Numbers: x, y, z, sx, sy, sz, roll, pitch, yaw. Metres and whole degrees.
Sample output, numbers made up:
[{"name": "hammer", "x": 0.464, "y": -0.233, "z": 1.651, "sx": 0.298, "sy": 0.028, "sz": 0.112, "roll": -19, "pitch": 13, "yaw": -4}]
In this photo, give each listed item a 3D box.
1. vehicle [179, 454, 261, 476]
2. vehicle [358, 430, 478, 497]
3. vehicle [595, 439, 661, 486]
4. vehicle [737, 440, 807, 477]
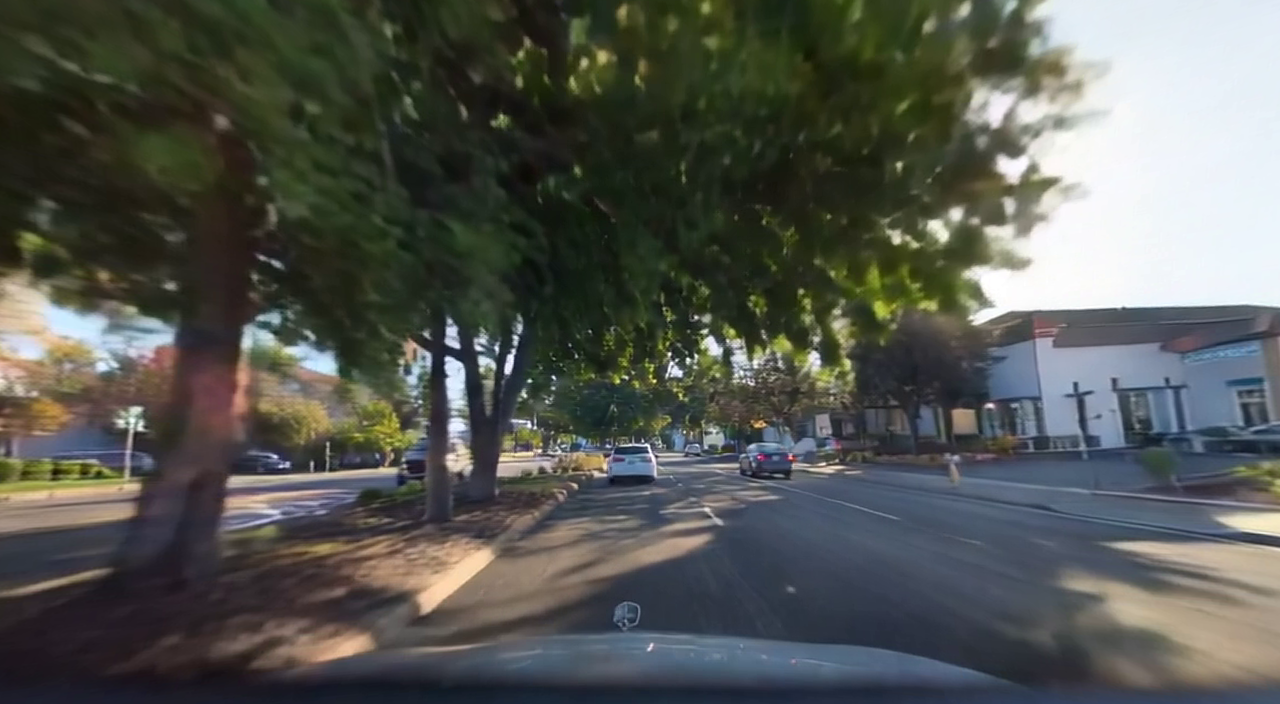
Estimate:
[{"name": "vehicle", "x": -30.958, "y": 8.347, "z": 46.652, "sx": 4.544, "sy": 1.533, "sz": 2.026, "roll": 0, "pitch": -9, "yaw": 0}, {"name": "vehicle", "x": -6.320, "y": 3.232, "z": 18.605, "sx": 2.156, "sy": 1.702, "sz": 4.379, "roll": 1, "pitch": -9, "yaw": -4}, {"name": "vehicle", "x": -0.393, "y": 3.864, "z": 22.350, "sx": 2.106, "sy": 1.496, "sz": 3.964, "roll": 0, "pitch": -9, "yaw": 0}, {"name": "vehicle", "x": 6.239, "y": 5.082, "z": 30.445, "sx": 2.244, "sy": 1.618, "sz": 4.585, "roll": 0, "pitch": -9, "yaw": -2}]
